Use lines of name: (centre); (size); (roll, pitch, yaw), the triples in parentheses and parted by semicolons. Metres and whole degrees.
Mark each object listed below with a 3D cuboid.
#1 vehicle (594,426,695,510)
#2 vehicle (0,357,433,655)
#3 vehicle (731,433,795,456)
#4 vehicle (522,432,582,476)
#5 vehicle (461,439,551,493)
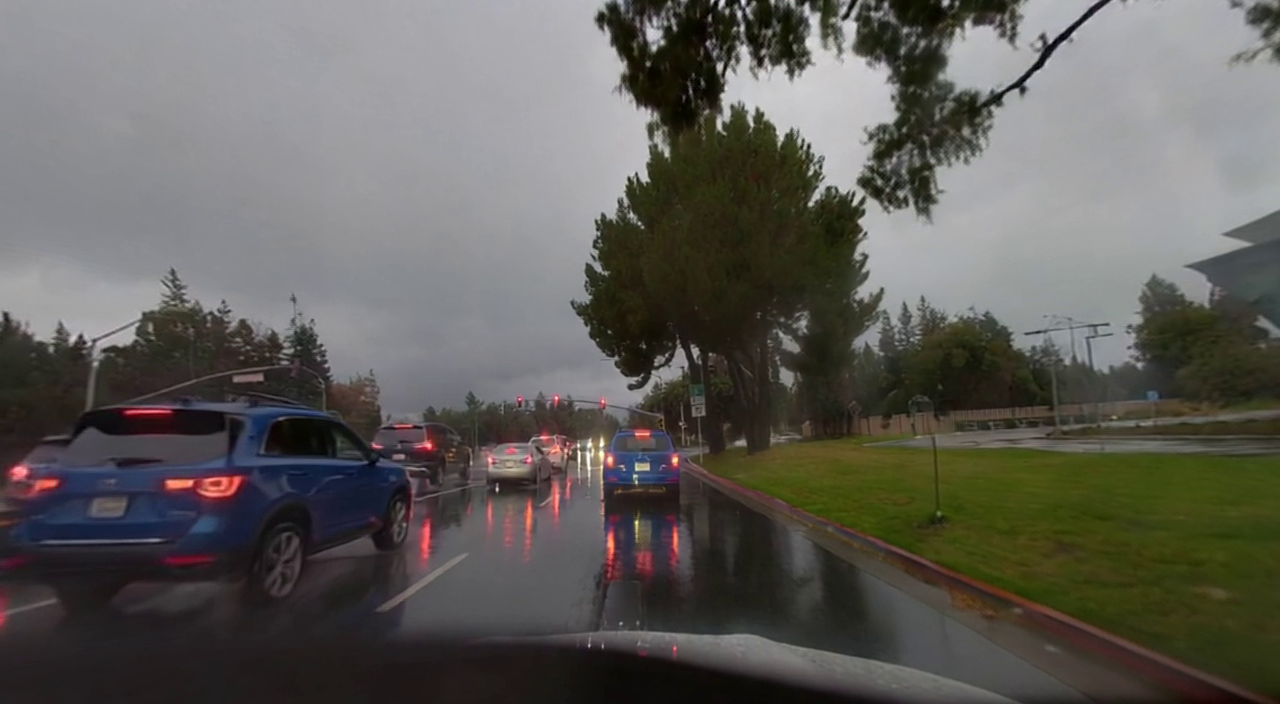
vehicle: (0.081, 2.687, 15.079); (2.055, 1.681, 4.270); (0, -9, 0)
vehicle: (-4.078, 1.384, 6.769); (2.088, 1.947, 5.119); (0, -9, -1)
vehicle: (8.623, 6.538, 44.638); (4.265, 1.498, 1.826); (-1, -9, 6)
vehicle: (-3.916, 4.652, 28.877); (2.043, 1.813, 4.549); (0, -9, 0)
vehicle: (-4.110, 3.569, 20.154); (1.942, 1.523, 4.212); (0, -9, 0)
